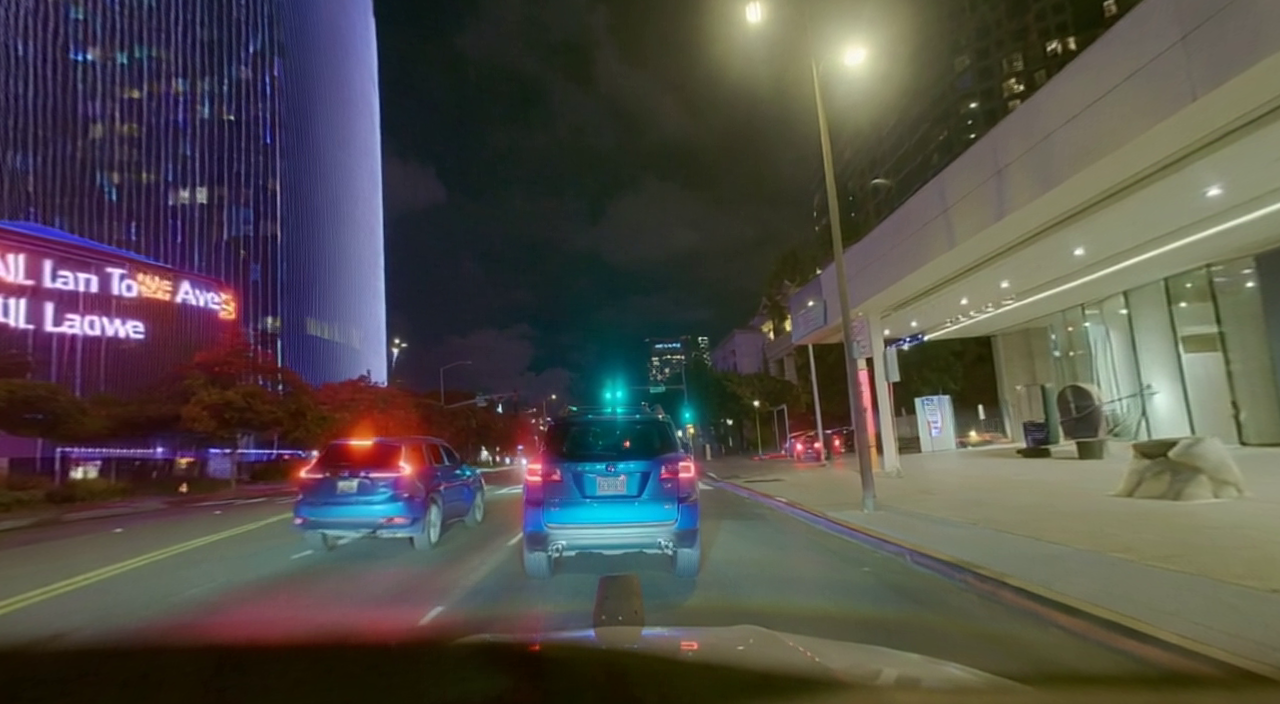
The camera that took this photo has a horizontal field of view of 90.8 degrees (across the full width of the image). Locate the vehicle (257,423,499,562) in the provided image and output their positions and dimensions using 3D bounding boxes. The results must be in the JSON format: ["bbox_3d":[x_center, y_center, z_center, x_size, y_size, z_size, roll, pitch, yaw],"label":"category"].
[{"bbox_3d":[-3.689,2.033,9.961,1.971,1.658,4.428,0,-8,-1],"label":"vehicle"}]

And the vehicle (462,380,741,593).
[{"bbox_3d":[-0.416,1.543,8.062,2.531,1.930,4.382,0,-8,-2],"label":"vehicle"}]

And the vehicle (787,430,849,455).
[{"bbox_3d":[10.610,5.377,37.505,1.877,1.416,3.965,-8,-11,43],"label":"vehicle"}]
